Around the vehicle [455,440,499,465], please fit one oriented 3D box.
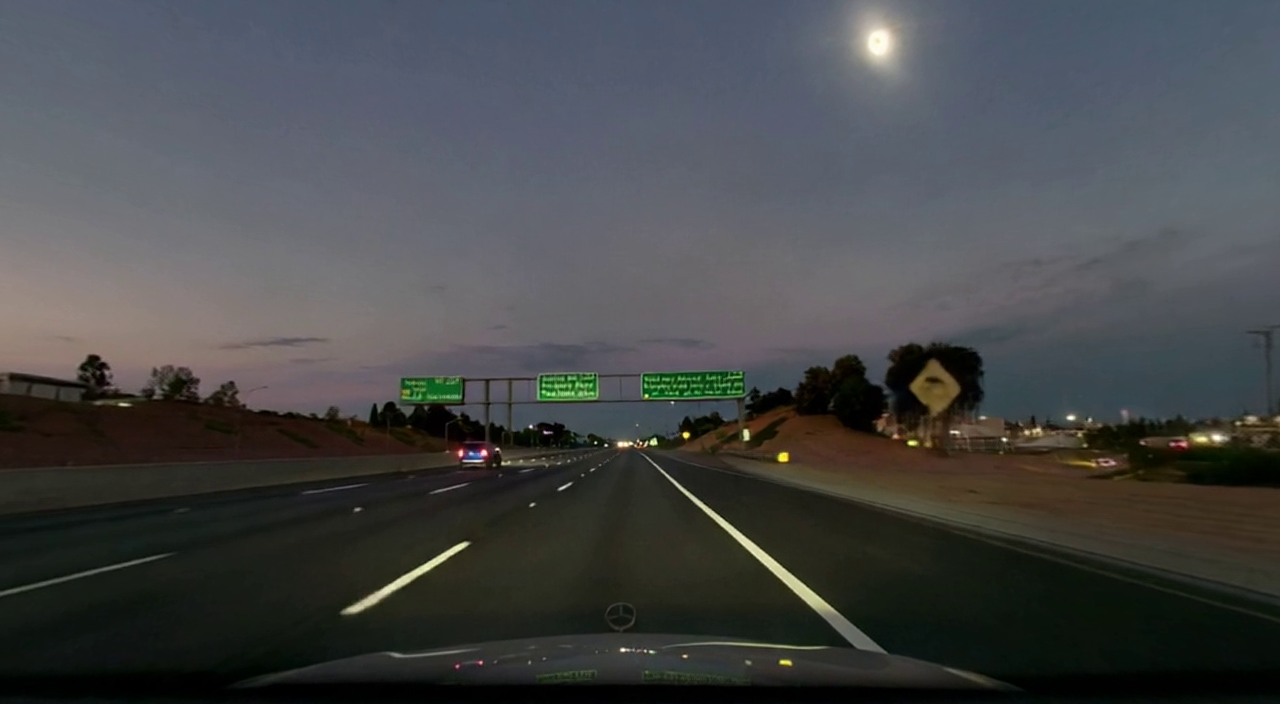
[{"bbox_3d":[-11.923,7.382,46.625,2.016,1.754,4.543,0,-8,0],"label":"vehicle"}]
